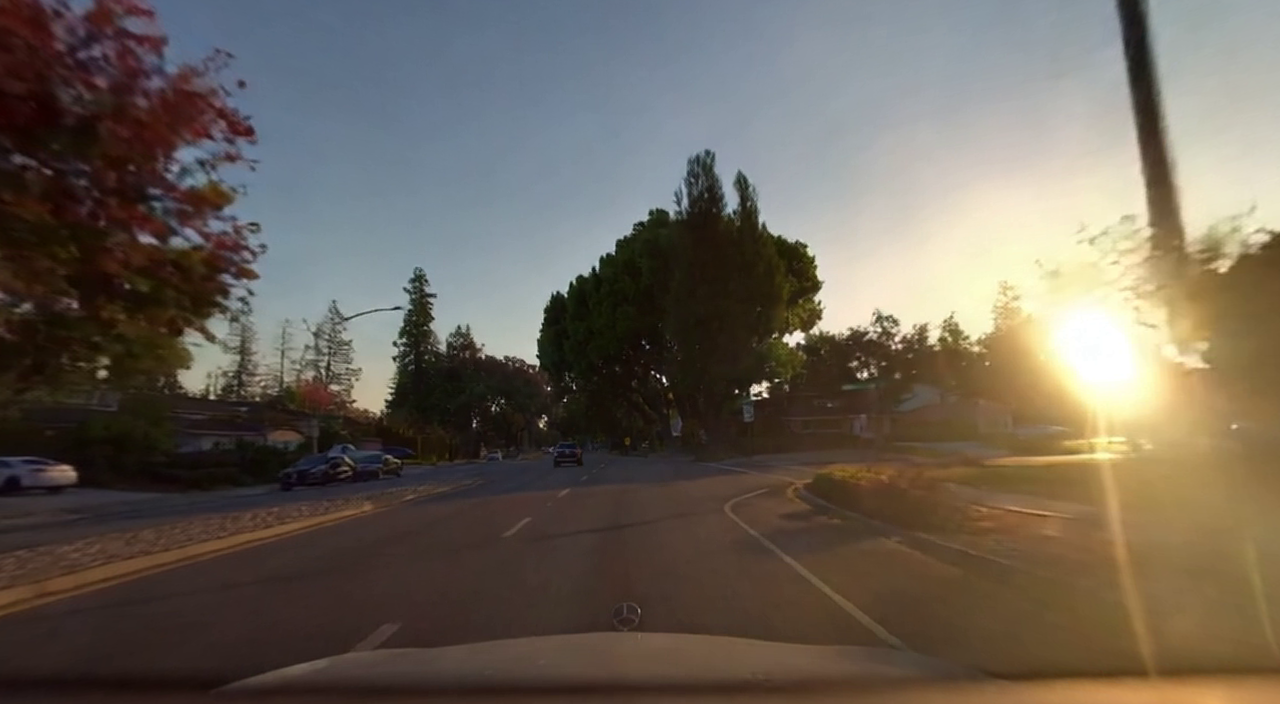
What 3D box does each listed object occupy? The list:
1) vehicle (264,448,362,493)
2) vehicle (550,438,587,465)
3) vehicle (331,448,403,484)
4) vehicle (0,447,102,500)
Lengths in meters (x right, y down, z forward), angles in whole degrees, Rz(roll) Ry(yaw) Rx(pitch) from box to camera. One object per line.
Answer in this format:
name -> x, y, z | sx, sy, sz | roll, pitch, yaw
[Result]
vehicle -> -14.413, 5.194, 28.201 | 1.966, 1.760, 4.604 | 0, -8, -1
vehicle -> -4.790, 6.726, 42.886 | 2.135, 1.731, 4.232 | 0, -8, -1
vehicle -> -14.511, 6.038, 33.894 | 1.968, 1.727, 4.548 | 0, -8, -2
vehicle -> -22.230, 4.226, 22.188 | 4.887, 1.711, 2.014 | -1, -8, 3
